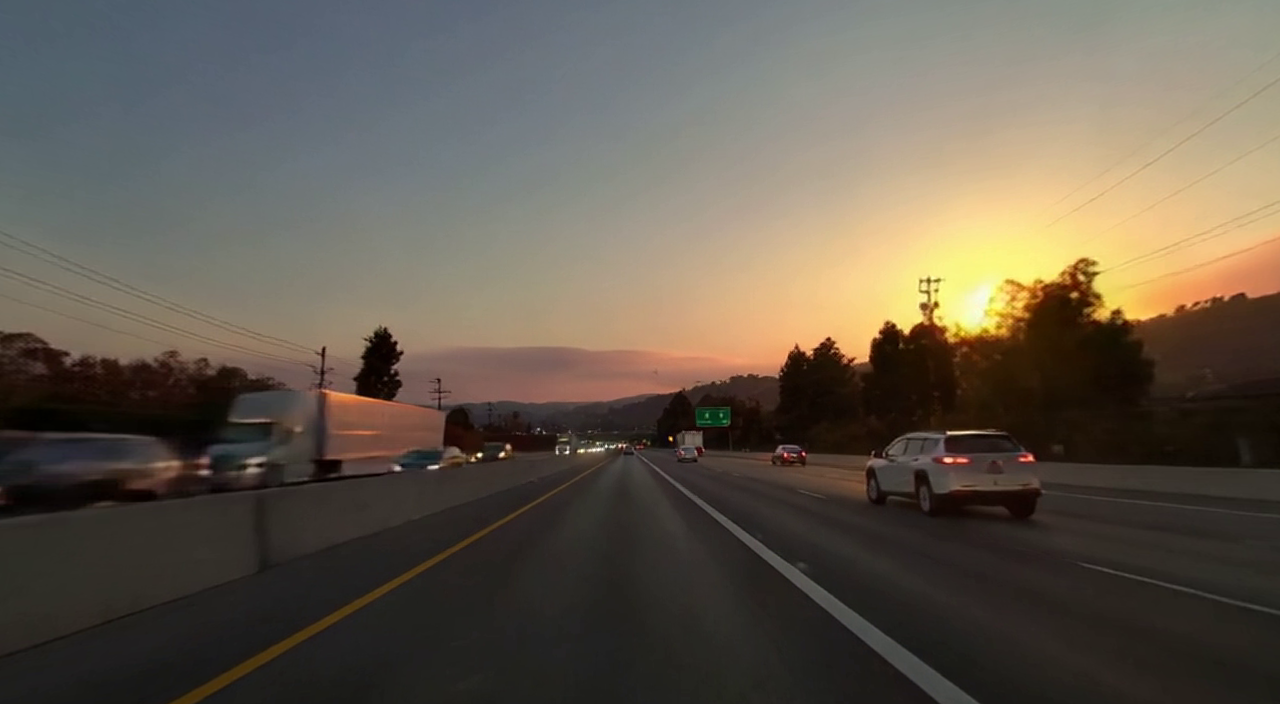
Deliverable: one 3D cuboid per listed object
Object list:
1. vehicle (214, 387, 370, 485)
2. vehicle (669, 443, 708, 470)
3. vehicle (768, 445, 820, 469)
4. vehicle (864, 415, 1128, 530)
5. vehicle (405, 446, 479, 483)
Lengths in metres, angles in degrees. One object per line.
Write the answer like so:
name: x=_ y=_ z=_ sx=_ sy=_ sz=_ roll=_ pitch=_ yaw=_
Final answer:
vehicle: x=-15.408 y=3.852 z=28.760 sx=3.225 sy=3.908 sz=6.550 roll=0 pitch=-9 yaw=0
vehicle: x=3.022 y=6.618 z=40.292 sx=2.018 sy=1.600 sz=4.121 roll=0 pitch=-9 yaw=-2
vehicle: x=10.170 y=6.950 z=42.030 sx=1.987 sy=1.502 sz=5.130 roll=0 pitch=-9 yaw=-2
vehicle: x=6.810 y=2.375 z=13.110 sx=2.244 sy=1.858 sz=5.414 roll=0 pitch=-9 yaw=-1
vehicle: x=-8.051 y=4.582 z=26.016 sx=1.873 sy=1.404 sz=3.564 roll=0 pitch=-9 yaw=1
